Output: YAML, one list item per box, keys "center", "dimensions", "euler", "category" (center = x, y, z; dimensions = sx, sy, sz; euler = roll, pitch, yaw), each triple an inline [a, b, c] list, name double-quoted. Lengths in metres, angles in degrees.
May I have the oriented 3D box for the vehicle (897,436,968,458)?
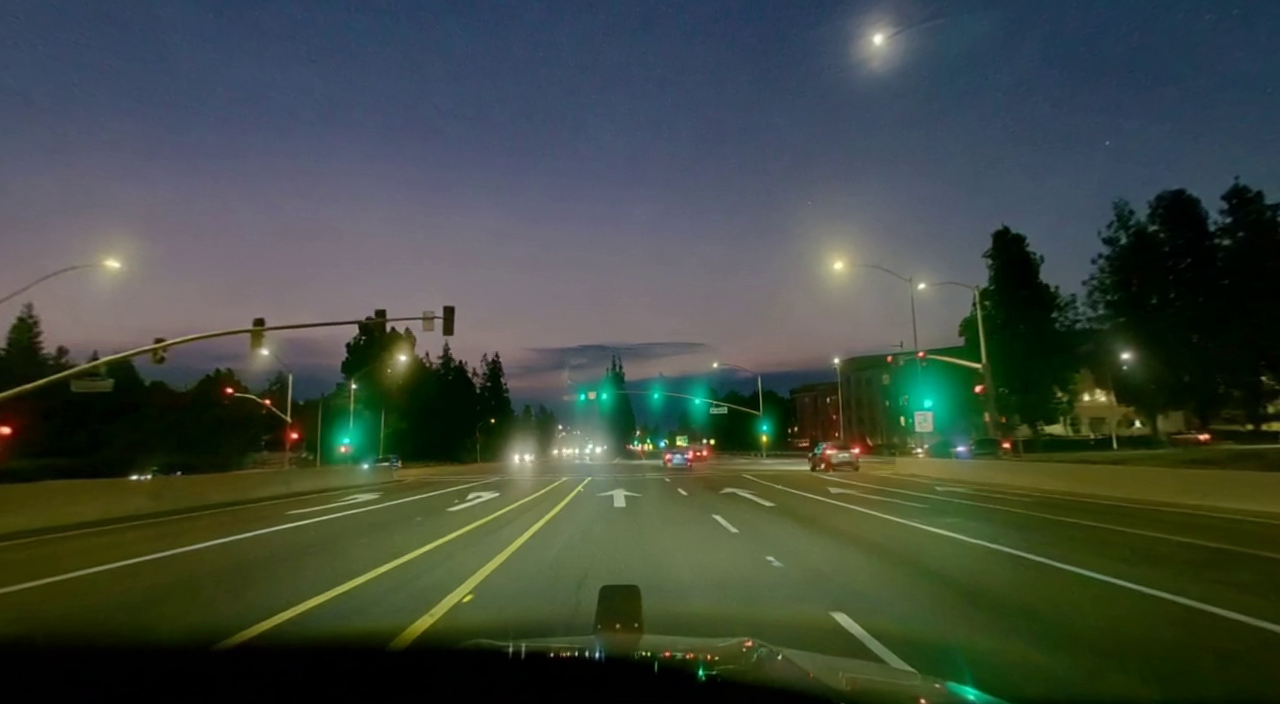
- center: [22.599, 7.372, 48.936]
  dimensions: [4.475, 1.682, 2.044]
  euler: [0, -9, -2]
  category: "vehicle"

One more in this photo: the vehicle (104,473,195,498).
- center: [-34.029, 9.246, 43.899]
  dimensions: [4.552, 1.544, 2.010]
  euler: [0, -9, -1]
  category: "vehicle"

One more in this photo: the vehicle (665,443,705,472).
- center: [2.579, 6.156, 37.103]
  dimensions: [1.917, 1.538, 4.259]
  euler: [0, -9, -2]
  category: "vehicle"

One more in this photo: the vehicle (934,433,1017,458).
- center: [24.413, 6.799, 46.046]
  dimensions: [4.747, 1.766, 2.179]
  euler: [0, -9, -1]
  category: "vehicle"

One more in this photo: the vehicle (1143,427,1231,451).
- center: [39.832, 6.355, 46.081]
  dimensions: [4.517, 1.643, 1.945]
  euler: [0, -9, 0]
  category: "vehicle"

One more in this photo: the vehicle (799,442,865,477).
- center: [9.584, 5.365, 31.926]
  dimensions: [1.798, 1.621, 4.304]
  euler: [0, -9, -2]
  category: "vehicle"
